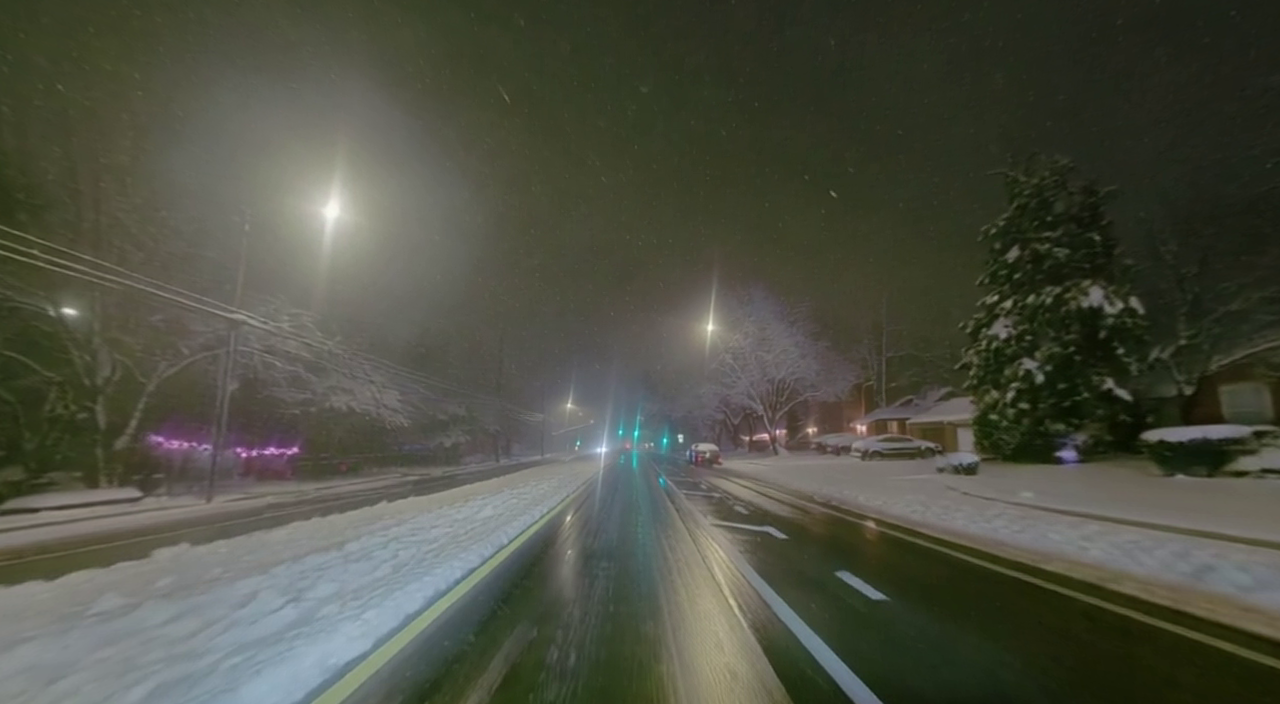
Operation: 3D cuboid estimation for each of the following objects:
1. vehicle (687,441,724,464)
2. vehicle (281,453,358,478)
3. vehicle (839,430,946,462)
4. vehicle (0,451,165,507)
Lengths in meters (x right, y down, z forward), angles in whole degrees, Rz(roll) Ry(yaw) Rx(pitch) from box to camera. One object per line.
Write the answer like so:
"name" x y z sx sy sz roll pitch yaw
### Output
"vehicle" 4.714 7.320 46.224 1.995 1.553 4.628 0 -8 -3
"vehicle" -23.421 8.300 46.274 4.466 1.773 2.063 0 -8 -2
"vehicle" 13.198 4.948 33.221 4.710 1.612 1.999 0 -8 -2
"vehicle" -20.995 4.743 24.121 2.128 1.839 4.830 1 -9 -4
